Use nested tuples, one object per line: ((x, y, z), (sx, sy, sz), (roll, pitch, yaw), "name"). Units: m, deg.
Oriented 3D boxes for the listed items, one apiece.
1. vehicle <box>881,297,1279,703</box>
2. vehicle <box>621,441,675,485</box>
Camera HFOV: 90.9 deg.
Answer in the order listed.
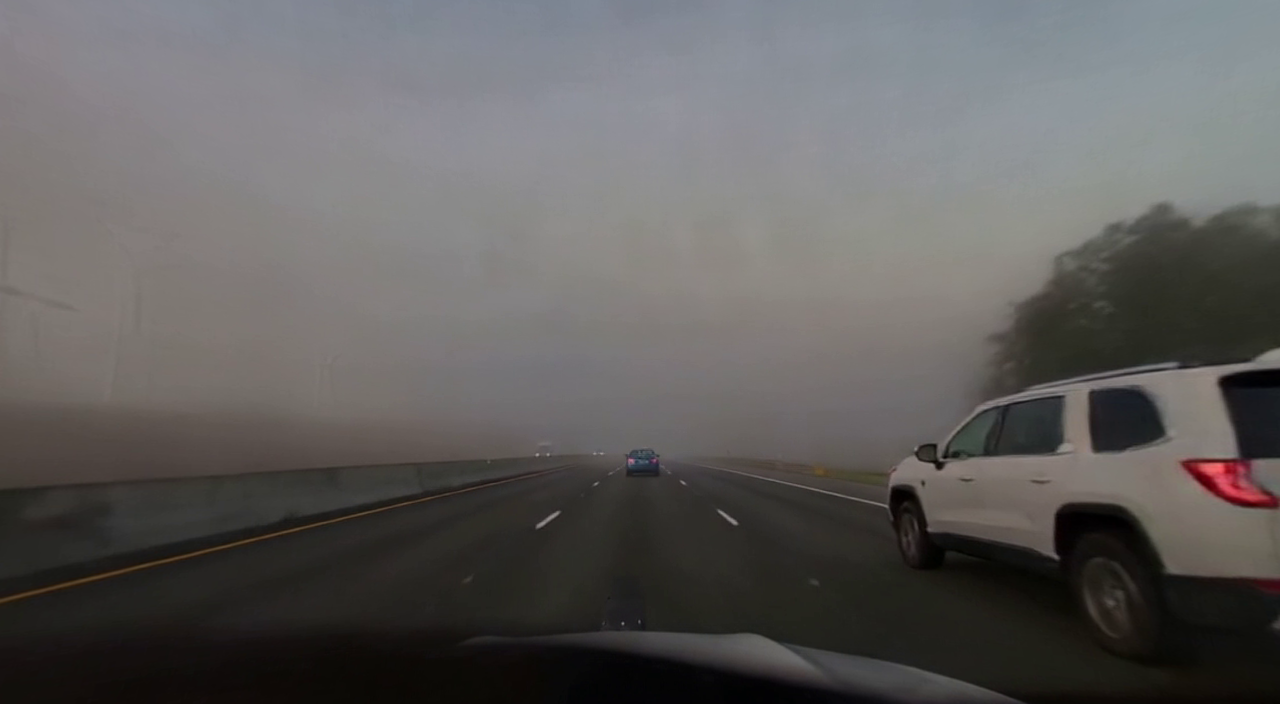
((3.710, 0.975, 4.306), (2.104, 1.861, 4.956), (0, -9, 0), "vehicle")
((0.298, 4.567, 26.202), (2.083, 1.653, 3.787), (0, -9, -1), "vehicle")
